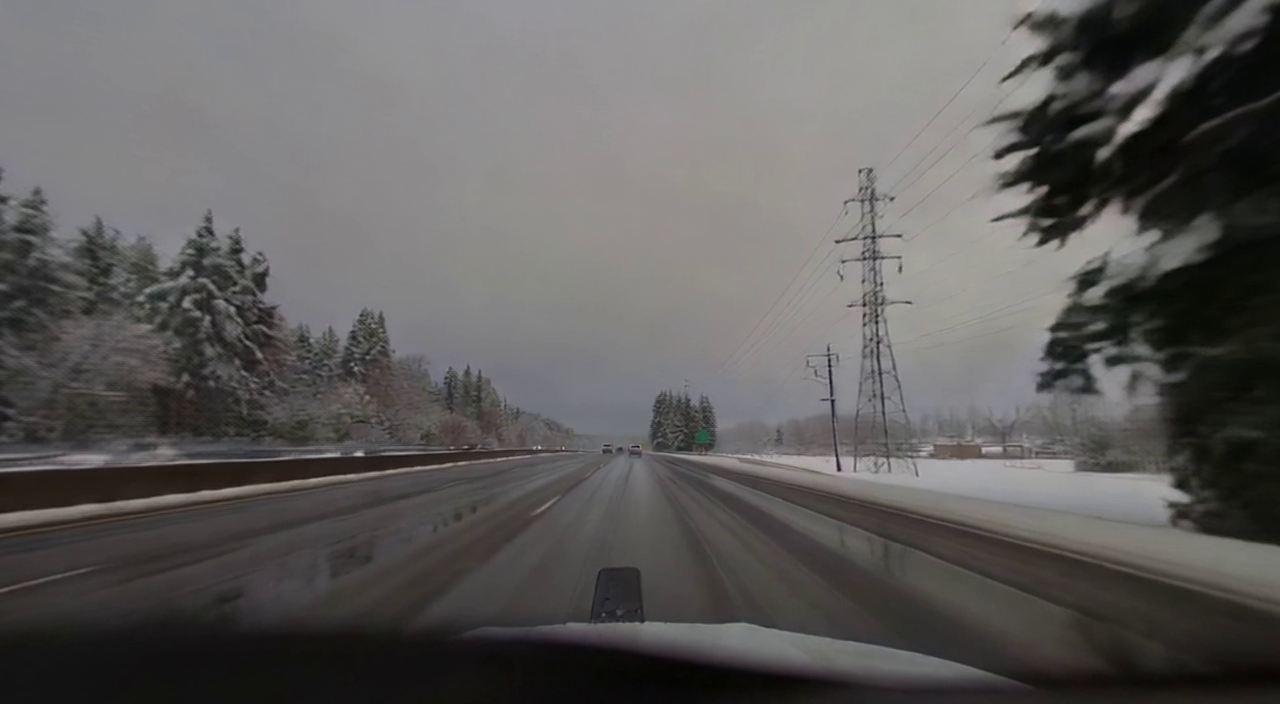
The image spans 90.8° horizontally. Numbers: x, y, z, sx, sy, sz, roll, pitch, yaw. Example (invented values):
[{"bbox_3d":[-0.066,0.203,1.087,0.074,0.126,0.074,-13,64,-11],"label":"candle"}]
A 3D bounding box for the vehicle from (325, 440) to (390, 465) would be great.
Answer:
[{"bbox_3d":[-18.128,6.431,40.760,2.080,1.499,4.591,0,-8,0],"label":"vehicle"}]

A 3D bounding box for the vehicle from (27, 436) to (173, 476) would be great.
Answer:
[{"bbox_3d":[-21.834,4.226,25.850,1.924,1.459,4.597,0,-8,-1],"label":"vehicle"}]
